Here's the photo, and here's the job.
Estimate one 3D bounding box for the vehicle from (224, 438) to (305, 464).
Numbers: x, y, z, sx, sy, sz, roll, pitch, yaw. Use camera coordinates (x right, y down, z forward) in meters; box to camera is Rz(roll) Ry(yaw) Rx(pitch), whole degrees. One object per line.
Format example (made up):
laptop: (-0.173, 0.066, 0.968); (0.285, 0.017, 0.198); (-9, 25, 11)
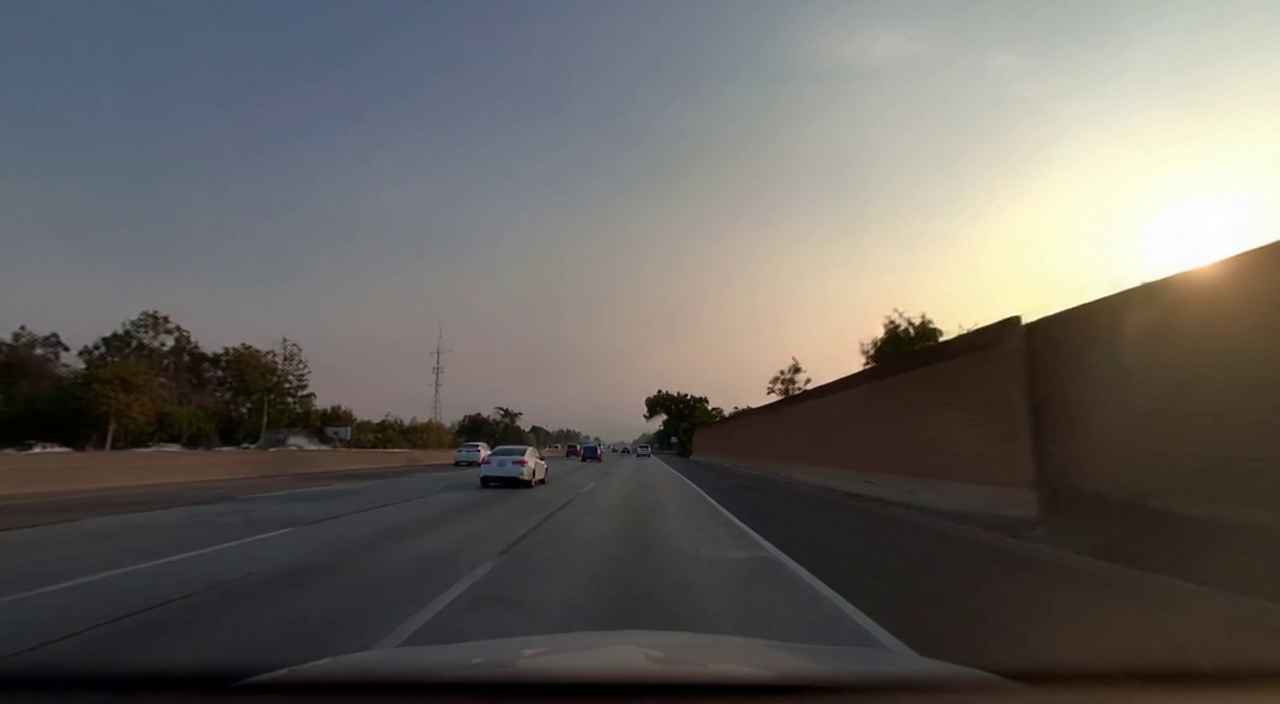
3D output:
vehicle: (-28.332, 7.485, 47.725); (2.193, 1.808, 6.391); (0, -8, 1)

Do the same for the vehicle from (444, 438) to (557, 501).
vehicle: (-3.651, 3.153, 17.413); (1.945, 1.484, 4.803); (0, -8, 1)

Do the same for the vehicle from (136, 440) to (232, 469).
vehicle: (-24.522, 5.505, 33.983); (1.812, 1.484, 4.465); (0, -8, 0)
